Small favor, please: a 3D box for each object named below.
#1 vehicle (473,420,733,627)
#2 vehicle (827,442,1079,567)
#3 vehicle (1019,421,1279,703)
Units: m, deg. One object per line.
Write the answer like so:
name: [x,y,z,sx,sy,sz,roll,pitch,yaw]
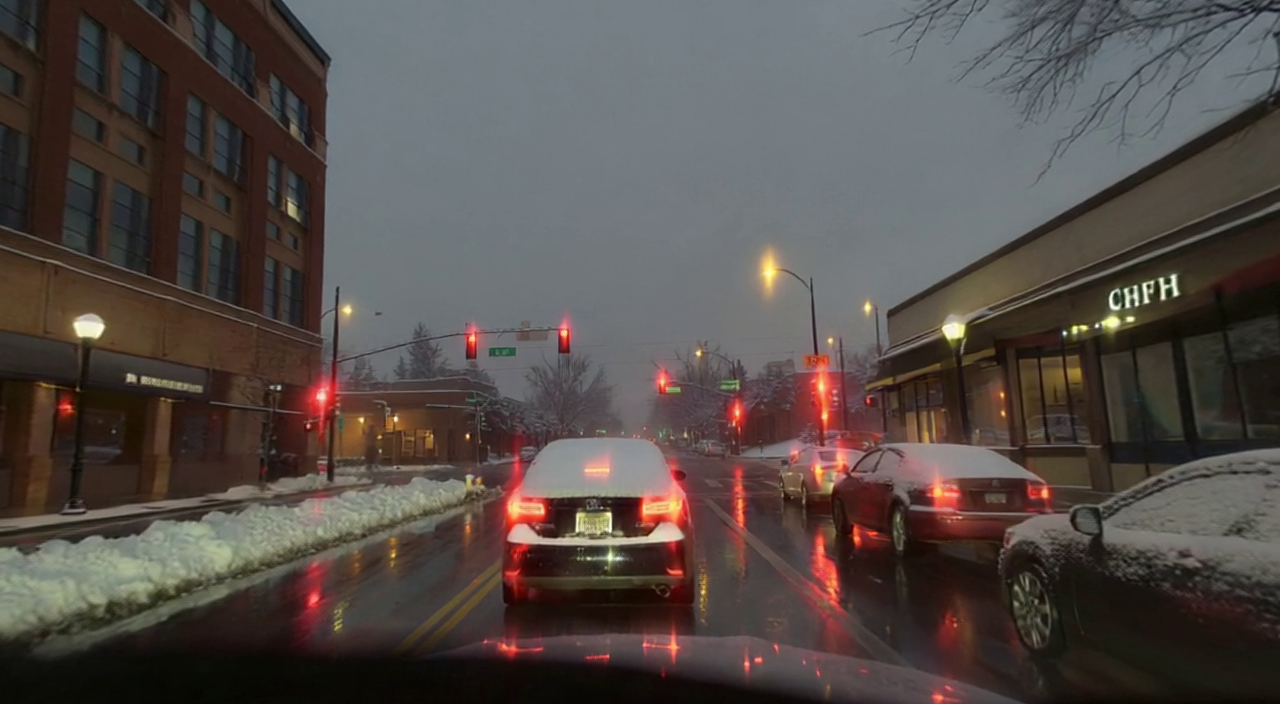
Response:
vehicle: [-0.273,1.527,6.507,1.888,1.489,3.703,0,-8,0]
vehicle: [4.538,2.221,10.122,1.912,1.505,4.618,-1,-8,4]
vehicle: [3.178,0.826,1.106,2.006,1.496,4.767,0,-9,-1]
